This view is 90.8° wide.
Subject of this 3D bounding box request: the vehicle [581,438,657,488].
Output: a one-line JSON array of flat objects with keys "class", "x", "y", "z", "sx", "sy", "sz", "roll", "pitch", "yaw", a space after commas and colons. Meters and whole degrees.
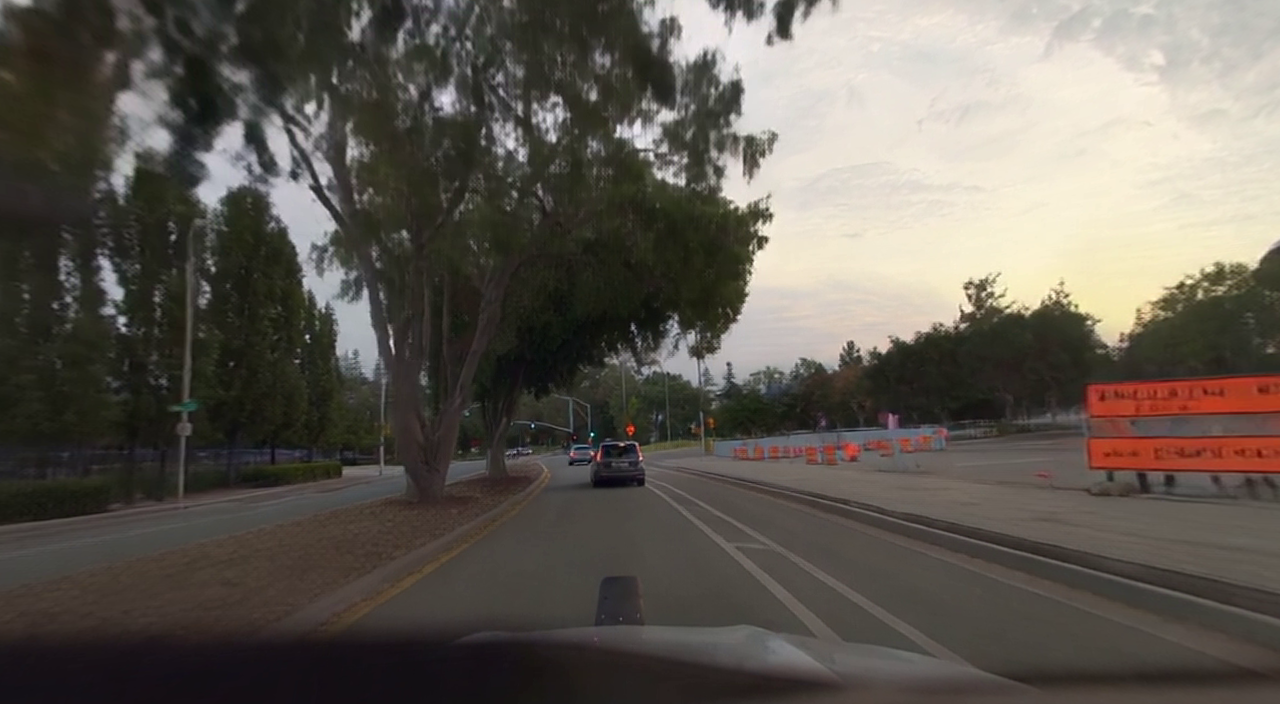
[{"class": "vehicle", "x": -0.847, "y": 3.752, "z": 21.688, "sx": 2.266, "sy": 1.508, "sz": 4.430, "roll": 1, "pitch": -9, "yaw": -7}]
